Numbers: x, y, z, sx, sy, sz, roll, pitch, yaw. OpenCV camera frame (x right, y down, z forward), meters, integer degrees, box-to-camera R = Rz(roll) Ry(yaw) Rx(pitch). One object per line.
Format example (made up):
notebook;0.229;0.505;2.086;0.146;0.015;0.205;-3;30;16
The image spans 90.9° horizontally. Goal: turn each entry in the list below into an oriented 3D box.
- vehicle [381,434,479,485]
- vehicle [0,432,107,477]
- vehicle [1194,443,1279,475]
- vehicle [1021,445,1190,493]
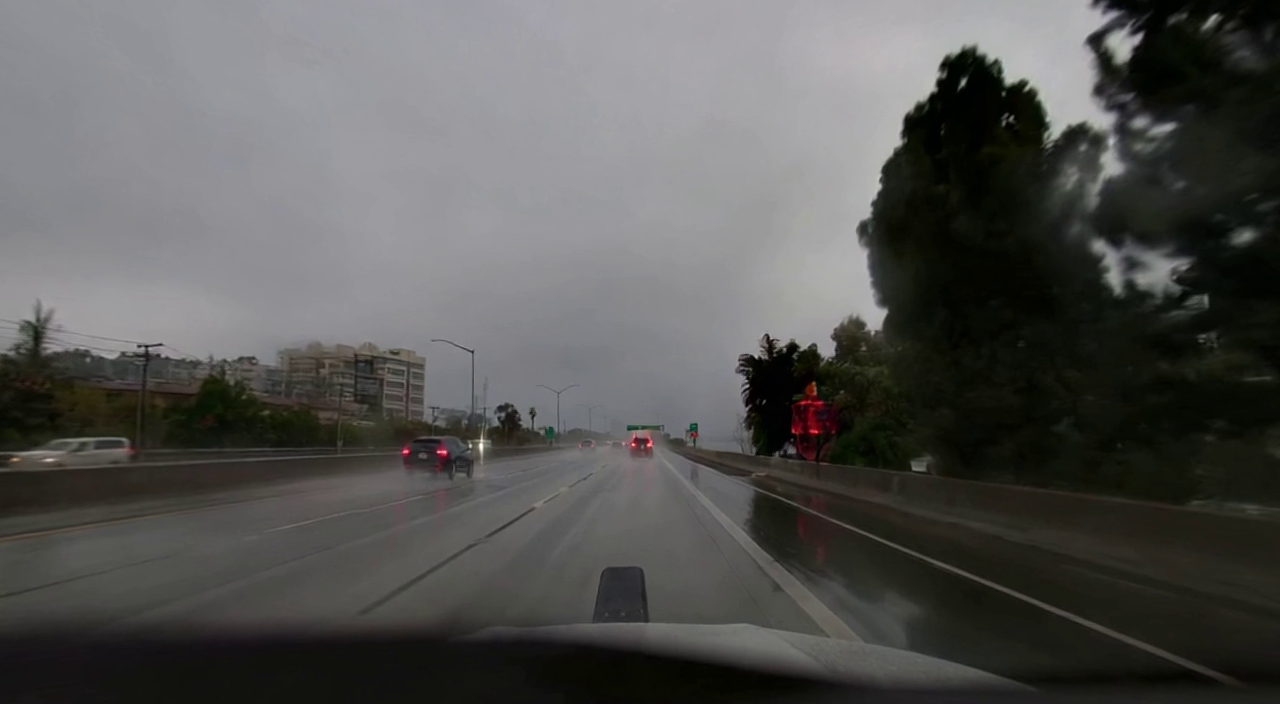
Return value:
vehicle;-7.121;3.675;21.845;1.946;1.590;4.042;0;-8;1
vehicle;-27.189;4.608;28.540;2.093;1.851;4.539;0;-8;1
vehicle;36.382;6.210;36.882;5.943;1.764;2.142;0;-8;-2
vehicle;20.479;5.140;27.961;5.538;2.013;2.332;0;-8;2
